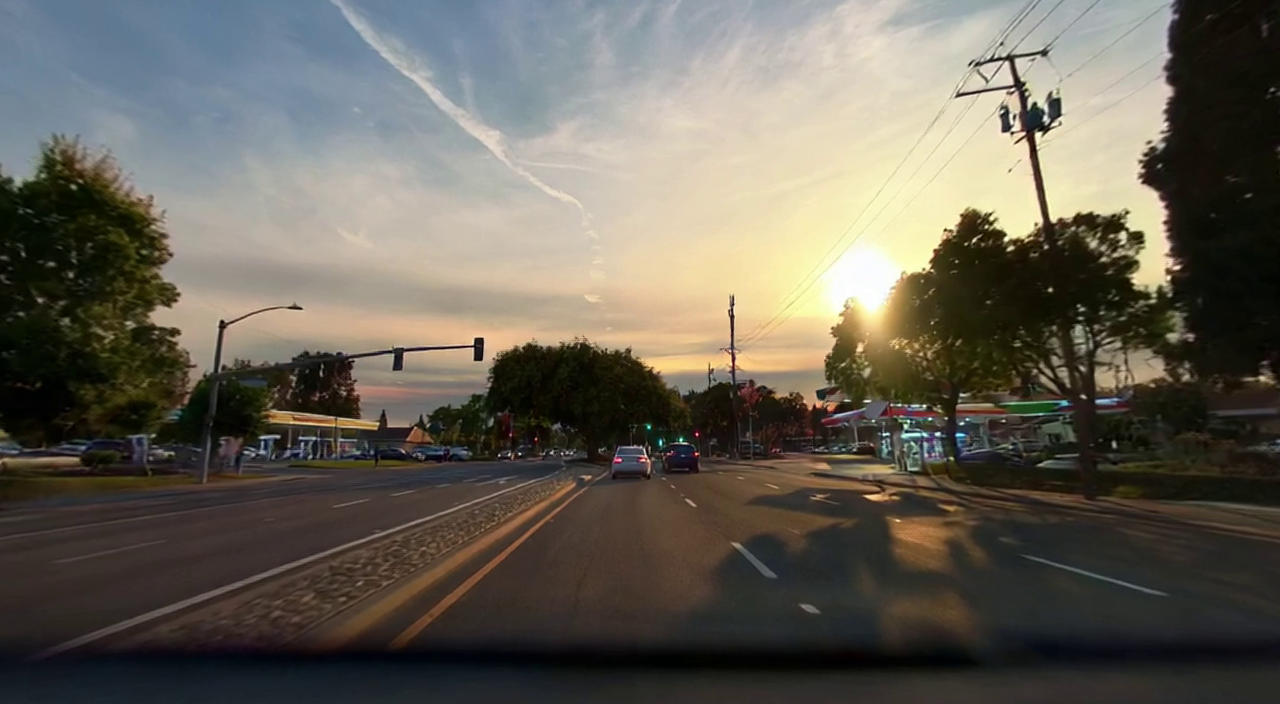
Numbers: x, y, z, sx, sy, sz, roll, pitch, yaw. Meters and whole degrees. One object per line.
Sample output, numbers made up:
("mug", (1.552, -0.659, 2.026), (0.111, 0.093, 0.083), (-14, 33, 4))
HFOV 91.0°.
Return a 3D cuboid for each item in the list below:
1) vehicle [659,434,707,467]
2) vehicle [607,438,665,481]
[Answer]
("vehicle", (2.844, 6.748, 43.261), (2.731, 2.101, 6.047), (0, -8, -2))
("vehicle", (-0.192, 4.299, 25.348), (2.145, 1.572, 4.021), (0, -8, -1))
